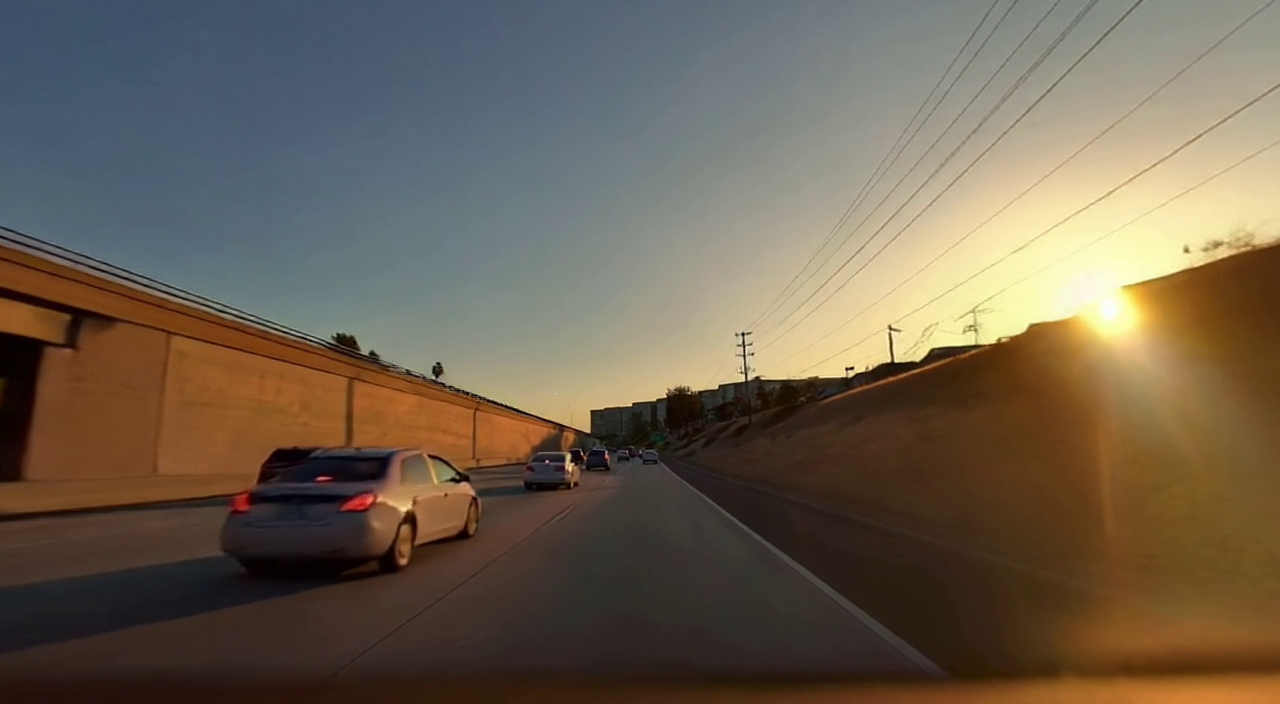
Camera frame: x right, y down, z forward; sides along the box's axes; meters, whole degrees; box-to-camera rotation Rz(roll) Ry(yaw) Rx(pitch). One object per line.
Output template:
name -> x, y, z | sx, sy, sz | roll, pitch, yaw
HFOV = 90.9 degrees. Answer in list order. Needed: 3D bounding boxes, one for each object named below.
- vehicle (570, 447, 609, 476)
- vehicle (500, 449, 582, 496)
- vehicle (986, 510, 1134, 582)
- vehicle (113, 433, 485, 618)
vehicle -> -3.194, 7.098, 41.092 | 2.052, 1.731, 4.372 | 0, -8, 2
vehicle -> -3.343, 4.157, 22.217 | 2.056, 1.449, 4.330 | 0, -8, 2
vehicle -> 12.676, 5.846, 19.373 | 1.853, 1.586, 3.727 | 0, -8, -2
vehicle -> -3.370, 1.752, 7.423 | 1.939, 1.511, 4.246 | 0, -8, 1
